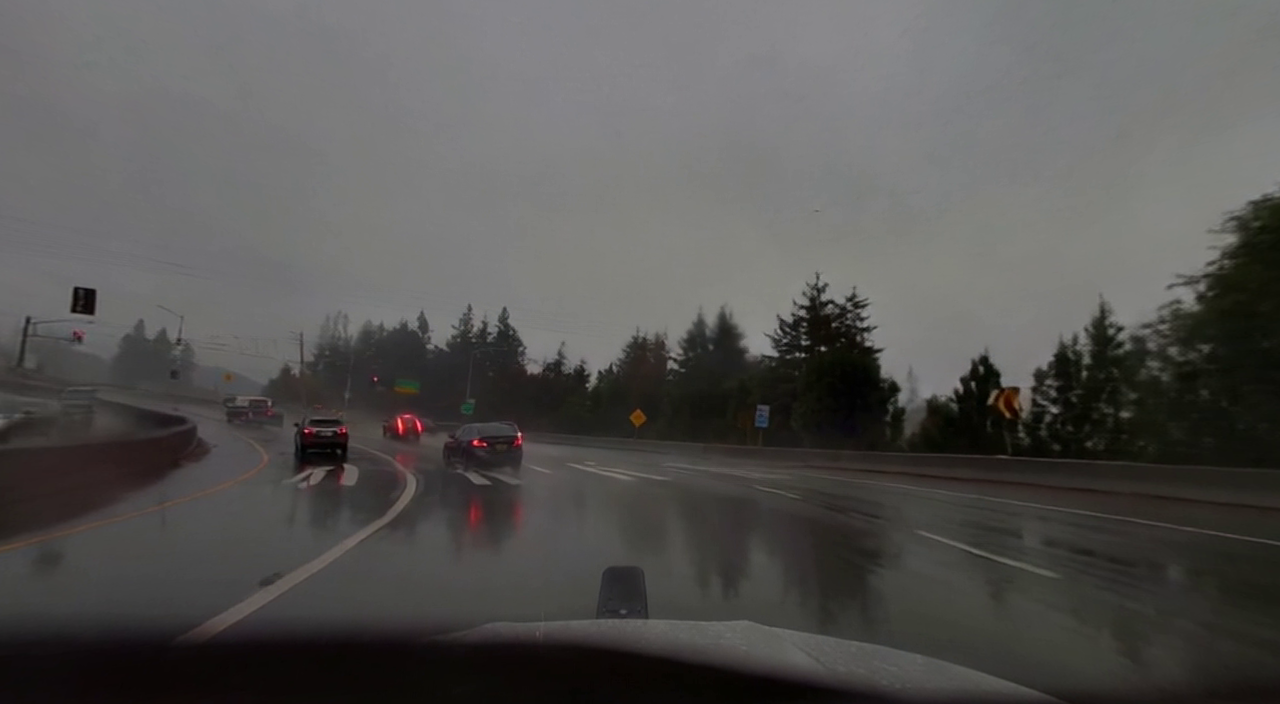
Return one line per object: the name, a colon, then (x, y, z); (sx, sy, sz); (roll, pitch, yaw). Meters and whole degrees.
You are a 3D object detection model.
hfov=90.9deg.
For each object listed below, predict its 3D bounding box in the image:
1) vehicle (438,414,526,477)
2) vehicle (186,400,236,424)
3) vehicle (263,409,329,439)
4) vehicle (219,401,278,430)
vehicle: (-5.067, 2.929, 19.805); (2.140, 1.724, 4.304); (3, -9, -21)
vehicle: (-31.252, 4.401, 45.878); (4.459, 1.486, 1.763); (-7, -11, 40)
vehicle: (-19.384, 4.109, 35.444); (2.033, 1.501, 4.623); (8, -11, -42)
vehicle: (-25.686, 4.211, 41.301); (4.285, 1.747, 2.076); (-8, -11, 42)
